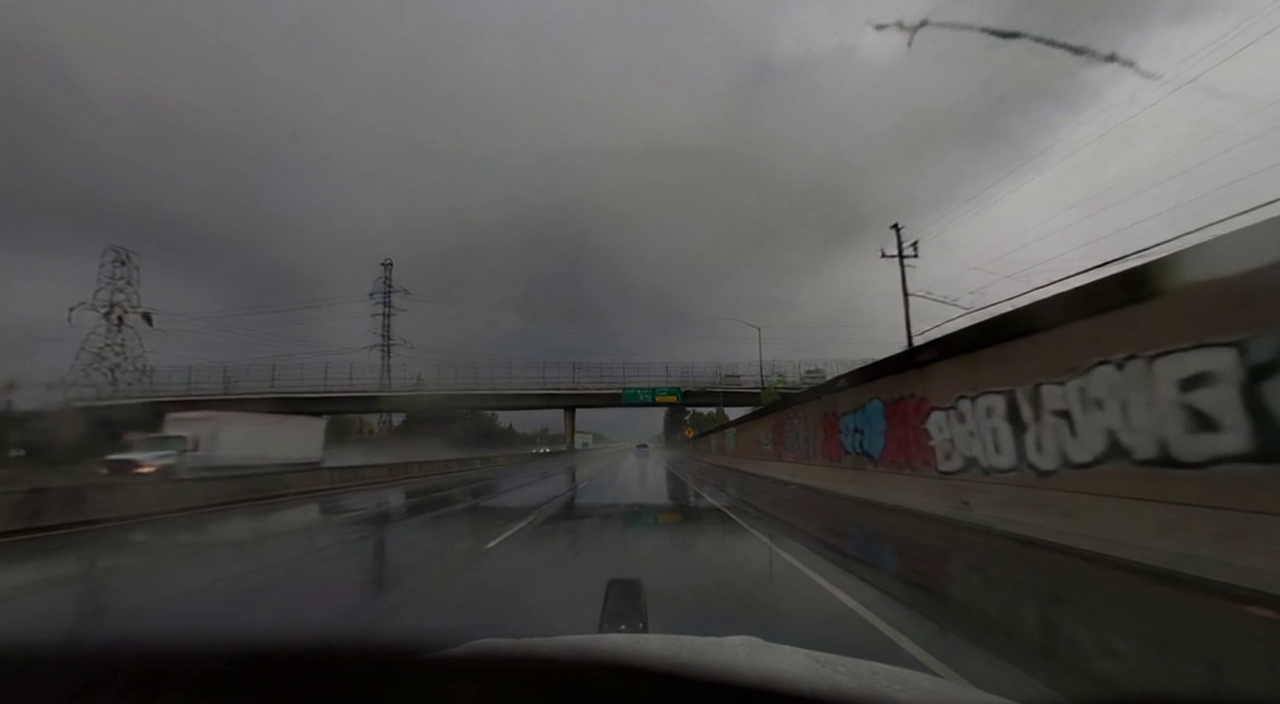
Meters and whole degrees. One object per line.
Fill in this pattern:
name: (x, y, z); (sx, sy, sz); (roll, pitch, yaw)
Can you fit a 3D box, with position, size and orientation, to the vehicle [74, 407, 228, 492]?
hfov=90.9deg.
vehicle: (-24.879, 5.013, 32.550); (2.975, 3.919, 5.951); (0, -9, -1)
